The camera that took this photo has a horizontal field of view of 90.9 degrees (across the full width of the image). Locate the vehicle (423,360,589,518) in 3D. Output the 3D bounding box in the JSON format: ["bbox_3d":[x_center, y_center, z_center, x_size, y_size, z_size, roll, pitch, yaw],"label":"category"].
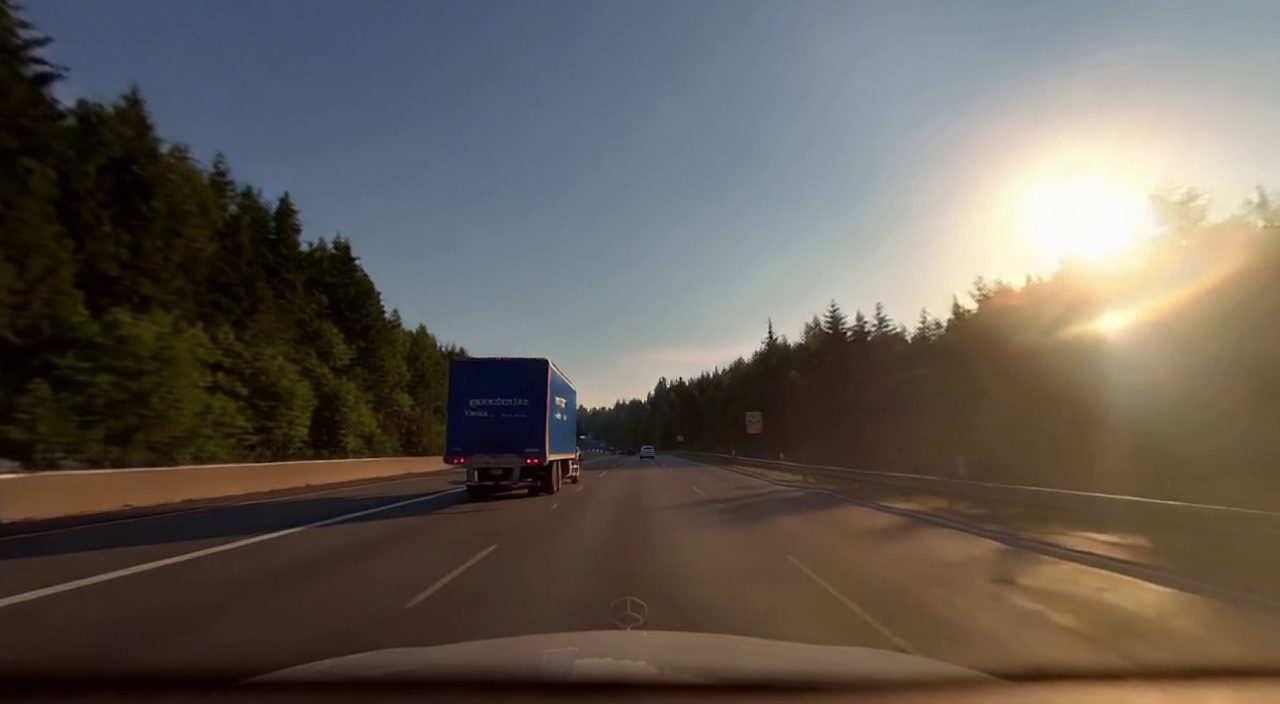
[{"bbox_3d":[-2.946,2.245,16.111,2.695,3.151,6.885,0,-9,0],"label":"vehicle"}]
